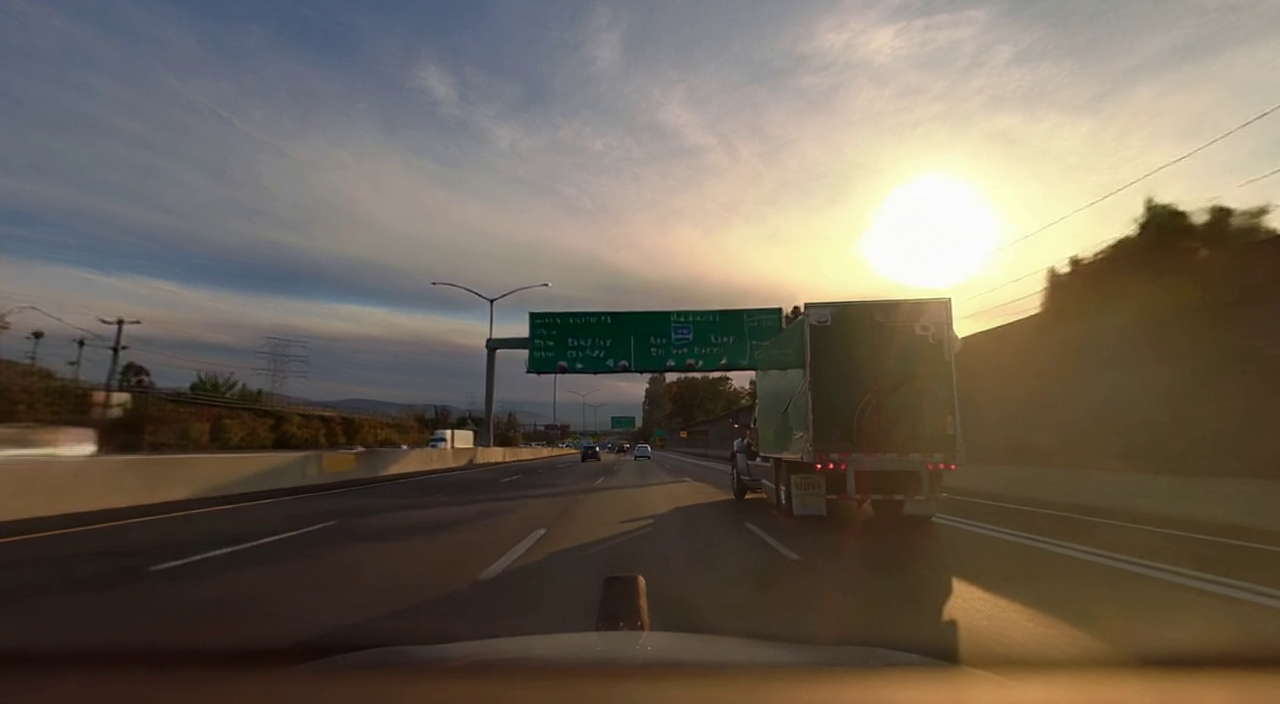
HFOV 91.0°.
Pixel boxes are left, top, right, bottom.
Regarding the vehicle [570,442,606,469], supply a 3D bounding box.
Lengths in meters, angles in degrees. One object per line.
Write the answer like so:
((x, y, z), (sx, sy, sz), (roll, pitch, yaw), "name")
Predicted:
((-3.407, 6.869, 41.977), (2.000, 1.658, 4.155), (0, -9, 0), "vehicle")

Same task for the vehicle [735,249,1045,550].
((3.821, 1.099, 12.069), (3.042, 4.037, 7.253), (0, -9, 2), "vehicle")
